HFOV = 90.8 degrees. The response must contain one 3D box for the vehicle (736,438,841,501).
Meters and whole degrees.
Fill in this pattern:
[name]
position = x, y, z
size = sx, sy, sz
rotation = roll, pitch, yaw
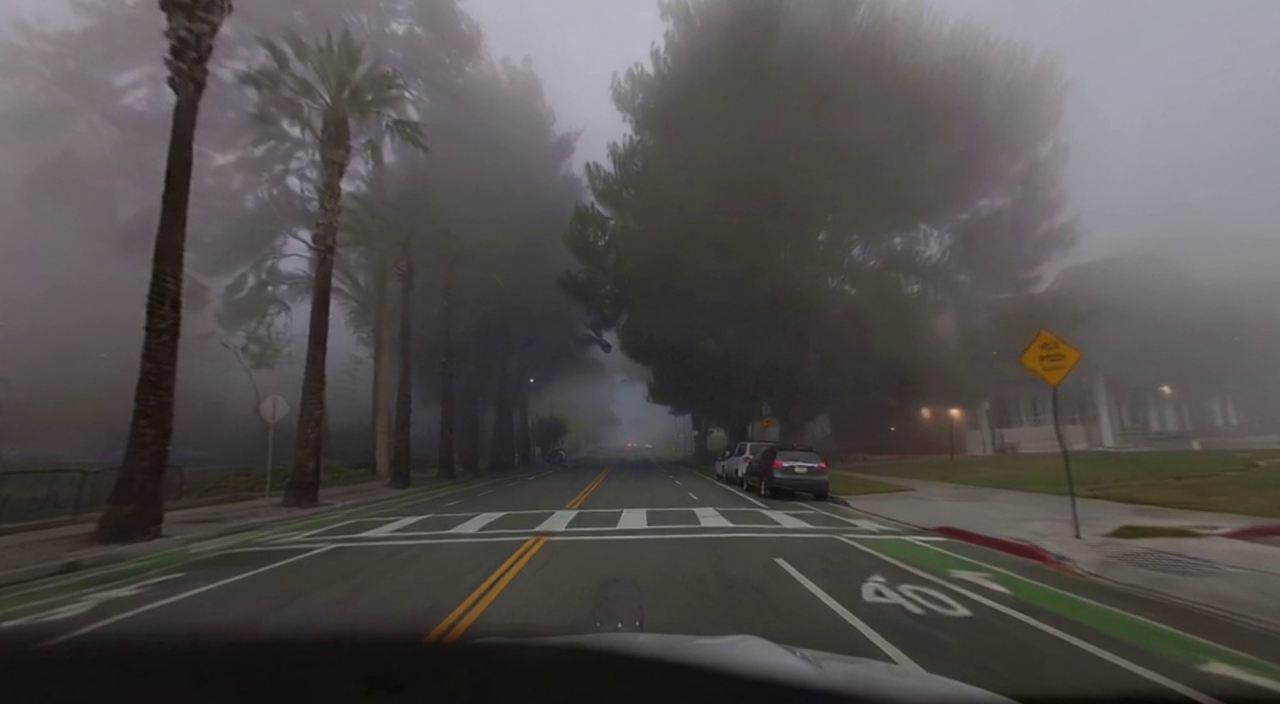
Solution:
[vehicle]
position = 4.295, 3.489, 19.102
size = 1.997, 1.640, 4.494
rotation = 0, -9, -1
